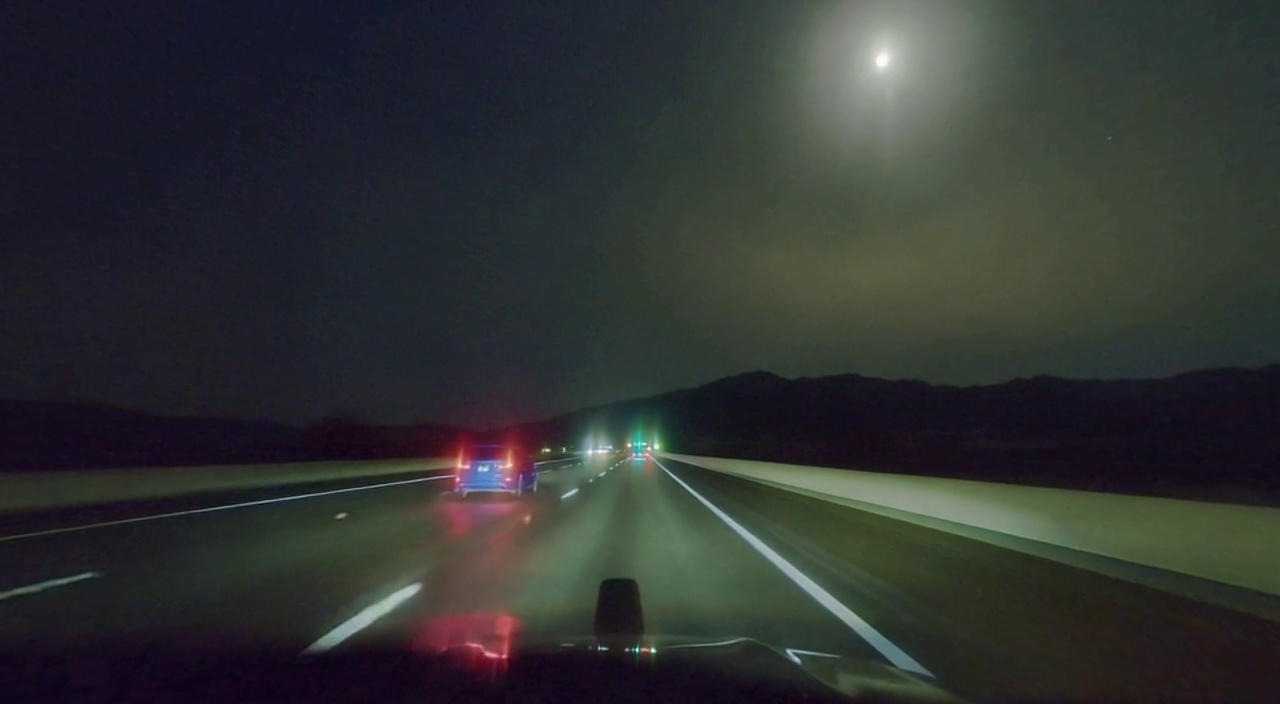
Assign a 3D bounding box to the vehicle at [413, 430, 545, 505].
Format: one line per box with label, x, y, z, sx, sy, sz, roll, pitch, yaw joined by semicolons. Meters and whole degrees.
vehicle;-4.210;3.118;17.537;2.272;1.759;5.058;0;-9;1
